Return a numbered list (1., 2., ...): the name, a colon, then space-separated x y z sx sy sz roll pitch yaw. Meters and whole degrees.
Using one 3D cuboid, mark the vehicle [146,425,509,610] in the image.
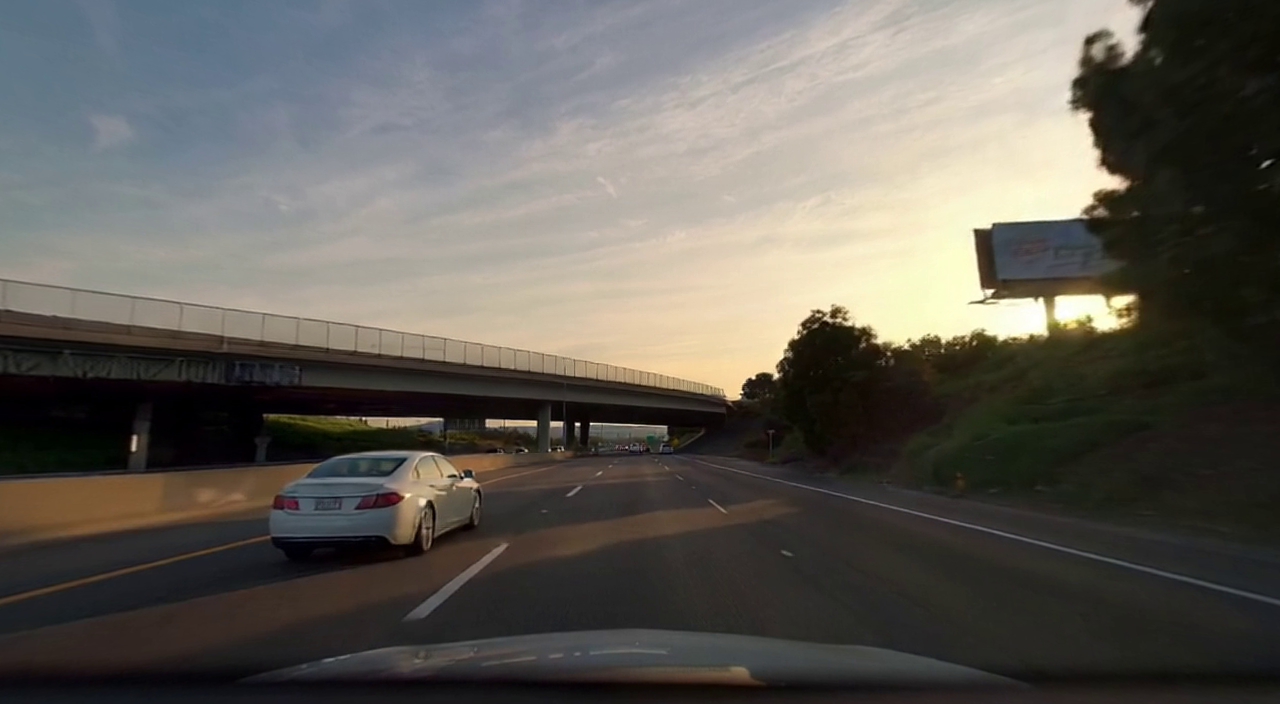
1. vehicle: -3.140 1.753 7.712 2.029 1.557 4.570 0 -9 1
